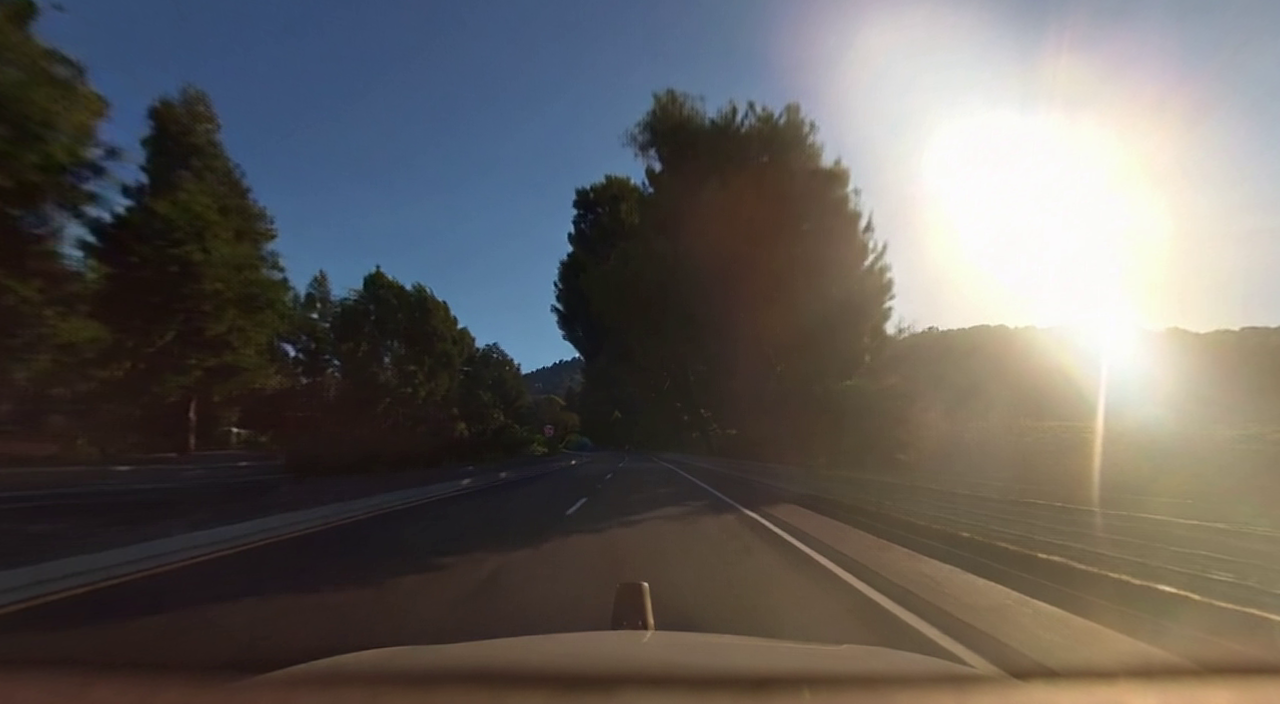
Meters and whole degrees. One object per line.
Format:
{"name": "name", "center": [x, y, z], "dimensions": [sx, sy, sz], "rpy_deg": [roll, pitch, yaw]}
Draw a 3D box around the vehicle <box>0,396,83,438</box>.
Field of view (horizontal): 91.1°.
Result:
{"name": "vehicle", "center": [-47.059, 5.070, 48.404], "dimensions": [2.721, 2.776, 5.478], "rpy_deg": [-12, -13, 34]}
